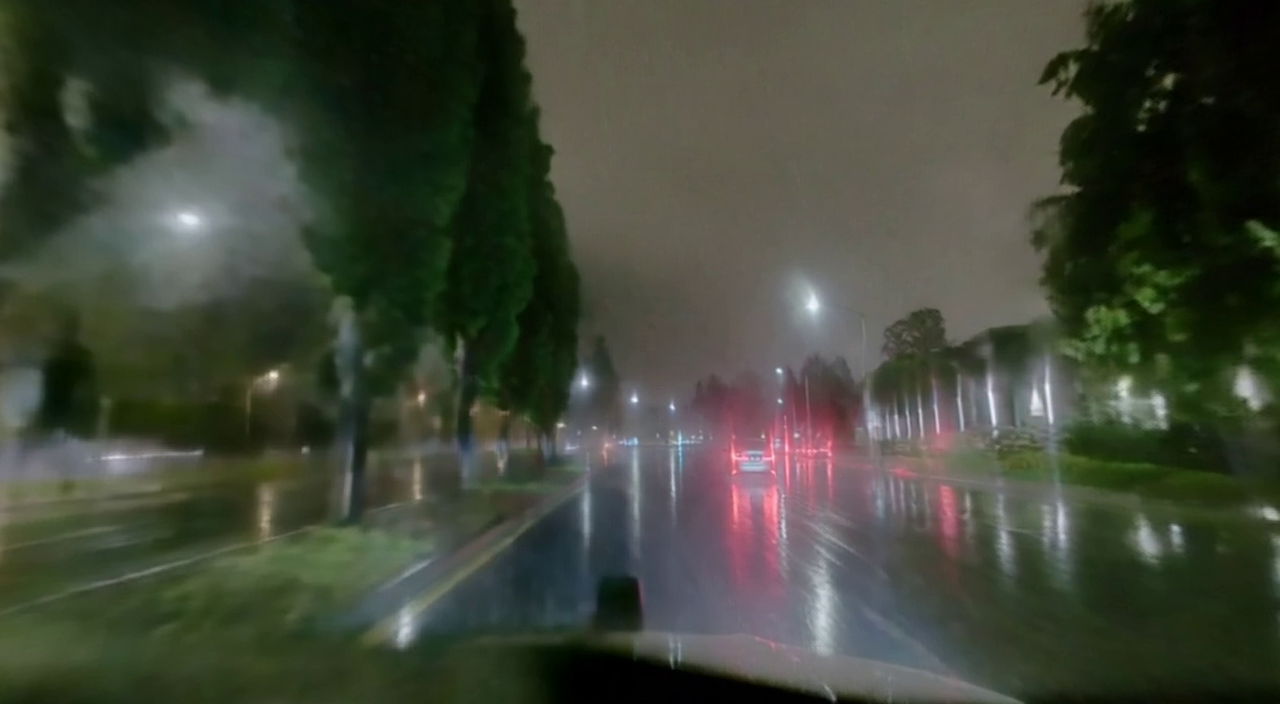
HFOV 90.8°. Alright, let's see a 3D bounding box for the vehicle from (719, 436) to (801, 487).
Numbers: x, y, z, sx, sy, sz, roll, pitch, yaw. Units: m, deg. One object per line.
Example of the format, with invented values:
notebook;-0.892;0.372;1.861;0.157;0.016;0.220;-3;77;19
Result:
vehicle;3.870;3.612;21.165;1.928;1.481;4.453;0;-8;0
